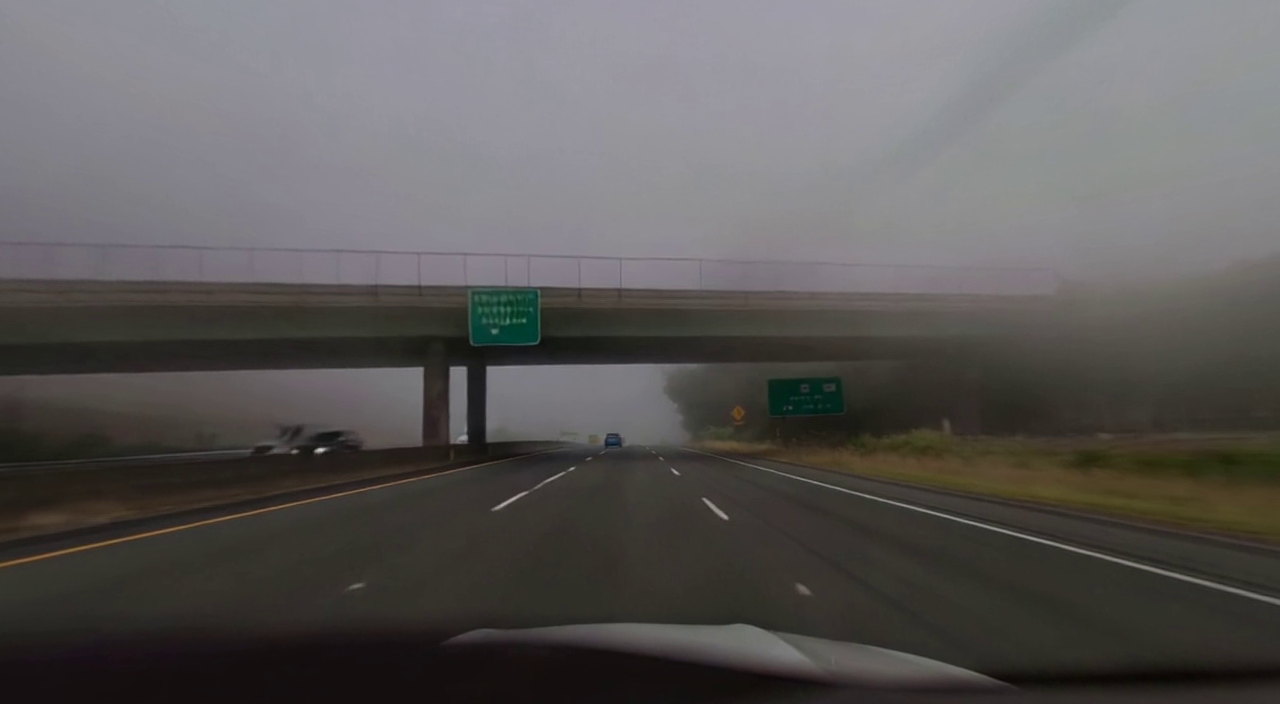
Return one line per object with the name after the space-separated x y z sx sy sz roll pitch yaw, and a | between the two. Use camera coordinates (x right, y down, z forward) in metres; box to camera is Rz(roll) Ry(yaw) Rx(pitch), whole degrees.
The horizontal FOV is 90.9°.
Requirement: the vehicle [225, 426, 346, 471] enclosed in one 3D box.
-13.304 3.643 24.046 2.053 1.538 4.491 0 -8 -1 | vehicle

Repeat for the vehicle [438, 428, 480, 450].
-13.611 6.566 47.628 1.869 1.601 4.415 0 -8 -1 | vehicle
